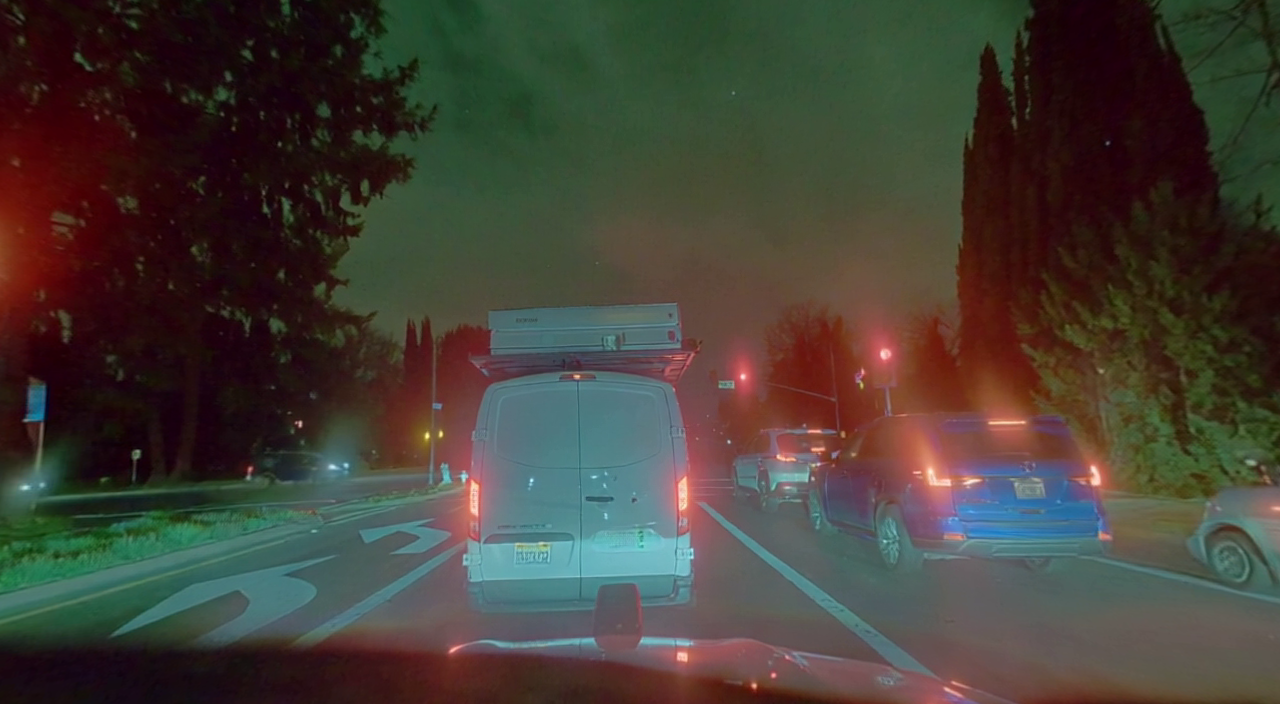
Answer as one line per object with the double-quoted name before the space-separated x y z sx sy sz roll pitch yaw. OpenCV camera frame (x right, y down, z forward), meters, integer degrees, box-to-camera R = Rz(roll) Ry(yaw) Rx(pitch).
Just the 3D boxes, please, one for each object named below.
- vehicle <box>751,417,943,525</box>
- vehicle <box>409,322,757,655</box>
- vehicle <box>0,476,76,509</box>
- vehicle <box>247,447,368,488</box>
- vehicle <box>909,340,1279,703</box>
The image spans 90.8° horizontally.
"vehicle" 3.698 2.219 12.271 2.024 1.692 4.252 1 -9 -4
"vehicle" -0.366 1.158 6.185 2.145 2.089 4.309 0 -9 0
"vehicle" -28.421 6.300 28.453 4.135 1.321 1.687 1 -9 -7
"vehicle" -16.980 5.871 32.514 5.241 1.894 2.257 4 -10 -26
"vehicle" 3.443 0.937 3.409 1.965 1.671 4.146 0 -9 -3
